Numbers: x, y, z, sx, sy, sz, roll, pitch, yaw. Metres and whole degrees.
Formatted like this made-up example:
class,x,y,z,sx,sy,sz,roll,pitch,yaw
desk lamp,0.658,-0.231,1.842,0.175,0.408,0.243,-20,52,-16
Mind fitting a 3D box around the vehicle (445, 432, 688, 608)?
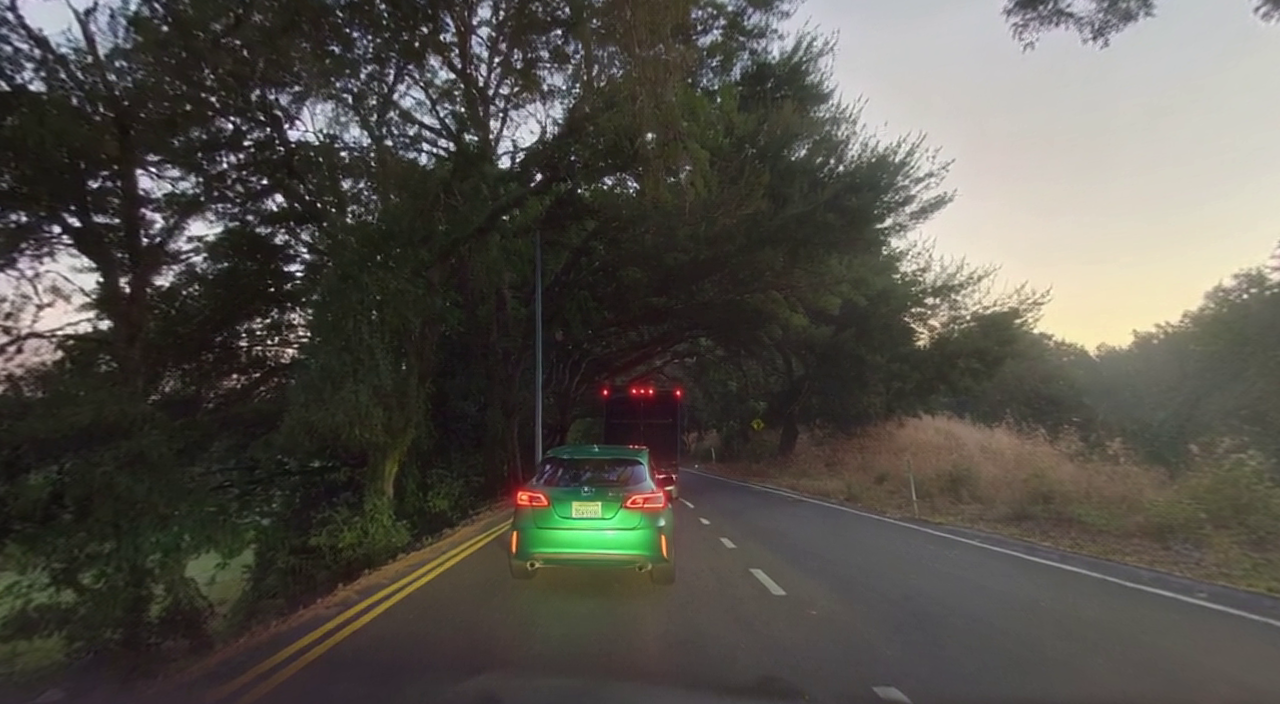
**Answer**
class,x,y,z,sx,sy,sz,roll,pitch,yaw
vehicle,-0.622,1.754,7.510,2.076,1.490,4.078,0,-9,0
